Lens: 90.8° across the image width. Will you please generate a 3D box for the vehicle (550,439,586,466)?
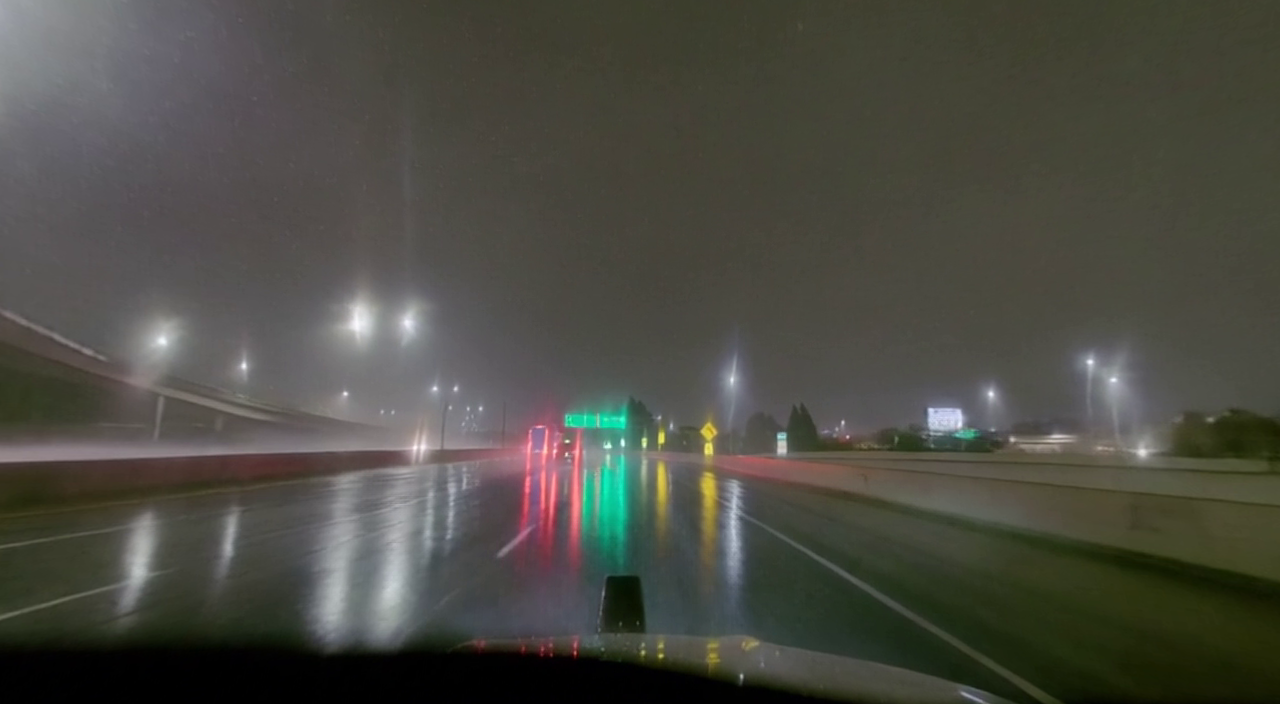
[{"bbox_3d":[-4.607,6.471,40.998,1.971,1.643,4.009,0,-8,-2],"label":"vehicle"}]
